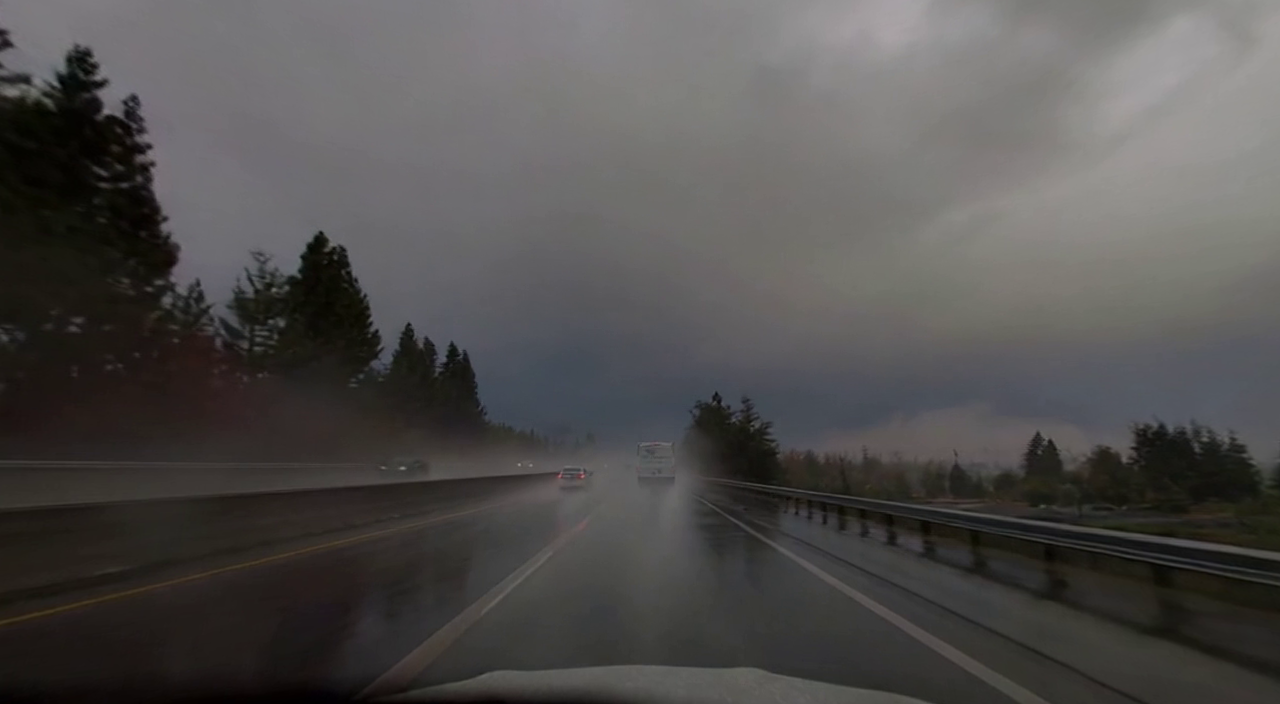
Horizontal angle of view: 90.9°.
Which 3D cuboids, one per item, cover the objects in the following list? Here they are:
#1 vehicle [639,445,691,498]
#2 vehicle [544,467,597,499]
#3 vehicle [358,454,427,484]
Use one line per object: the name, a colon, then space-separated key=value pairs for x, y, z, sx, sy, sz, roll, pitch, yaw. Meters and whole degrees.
vehicle: x=1.218 y=6.372 z=33.759 sx=2.482 sy=2.549 sz=5.447 roll=1 pitch=-10 yaw=-1
vehicle: x=-3.525 y=6.741 z=32.668 sx=2.128 sy=1.491 sz=4.508 roll=0 pitch=-10 yaw=1
vehicle: x=-13.014 y=6.218 z=33.454 sx=1.800 sy=1.437 sz=4.400 roll=1 pitch=-10 yaw=1
